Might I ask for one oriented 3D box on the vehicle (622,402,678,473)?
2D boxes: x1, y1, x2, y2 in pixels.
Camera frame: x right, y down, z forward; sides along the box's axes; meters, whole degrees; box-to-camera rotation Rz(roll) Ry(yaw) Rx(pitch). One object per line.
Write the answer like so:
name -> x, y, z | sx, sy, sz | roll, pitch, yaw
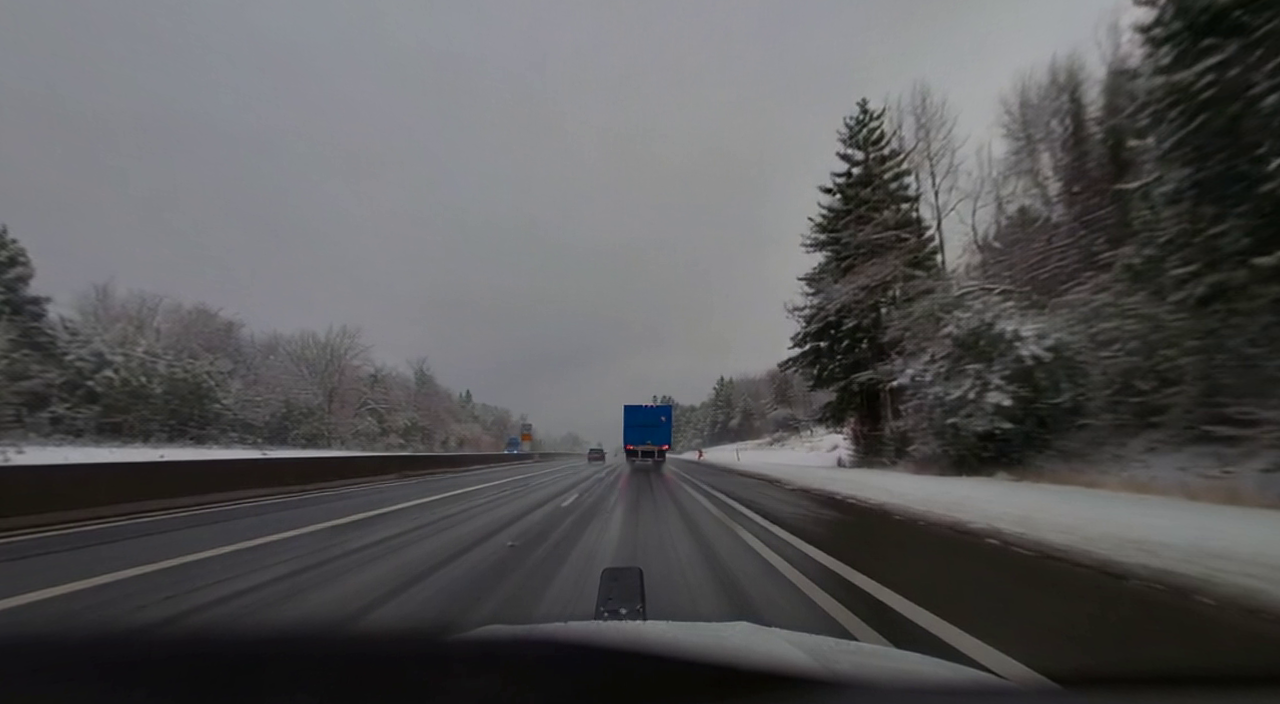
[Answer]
vehicle -> 0.410, 5.694, 41.149 | 3.055, 4.009, 10.972 | 0, -9, -2
